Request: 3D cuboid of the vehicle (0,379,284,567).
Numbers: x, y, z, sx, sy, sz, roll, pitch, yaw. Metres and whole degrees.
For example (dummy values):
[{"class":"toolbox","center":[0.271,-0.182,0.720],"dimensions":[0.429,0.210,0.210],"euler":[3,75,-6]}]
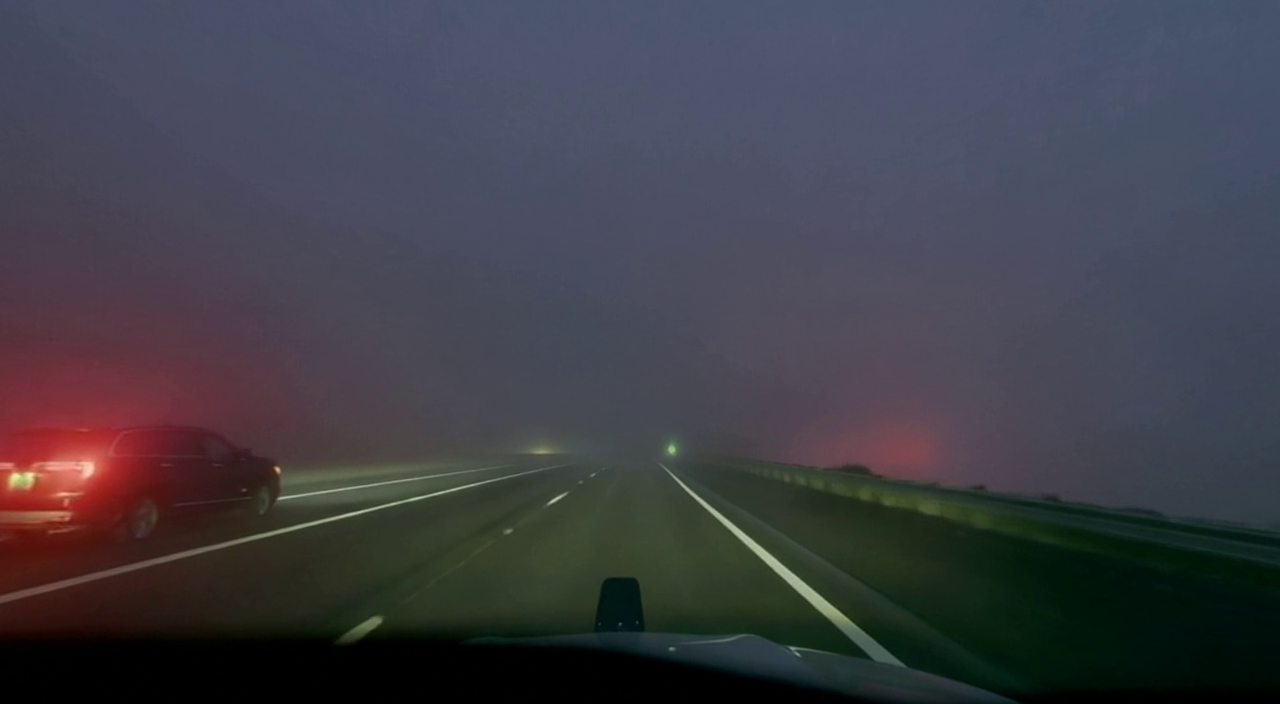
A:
[{"class":"vehicle","center":[-7.670,1.616,9.031],"dimensions":[2.163,1.947,4.959],"euler":[0,-9,0]}]
